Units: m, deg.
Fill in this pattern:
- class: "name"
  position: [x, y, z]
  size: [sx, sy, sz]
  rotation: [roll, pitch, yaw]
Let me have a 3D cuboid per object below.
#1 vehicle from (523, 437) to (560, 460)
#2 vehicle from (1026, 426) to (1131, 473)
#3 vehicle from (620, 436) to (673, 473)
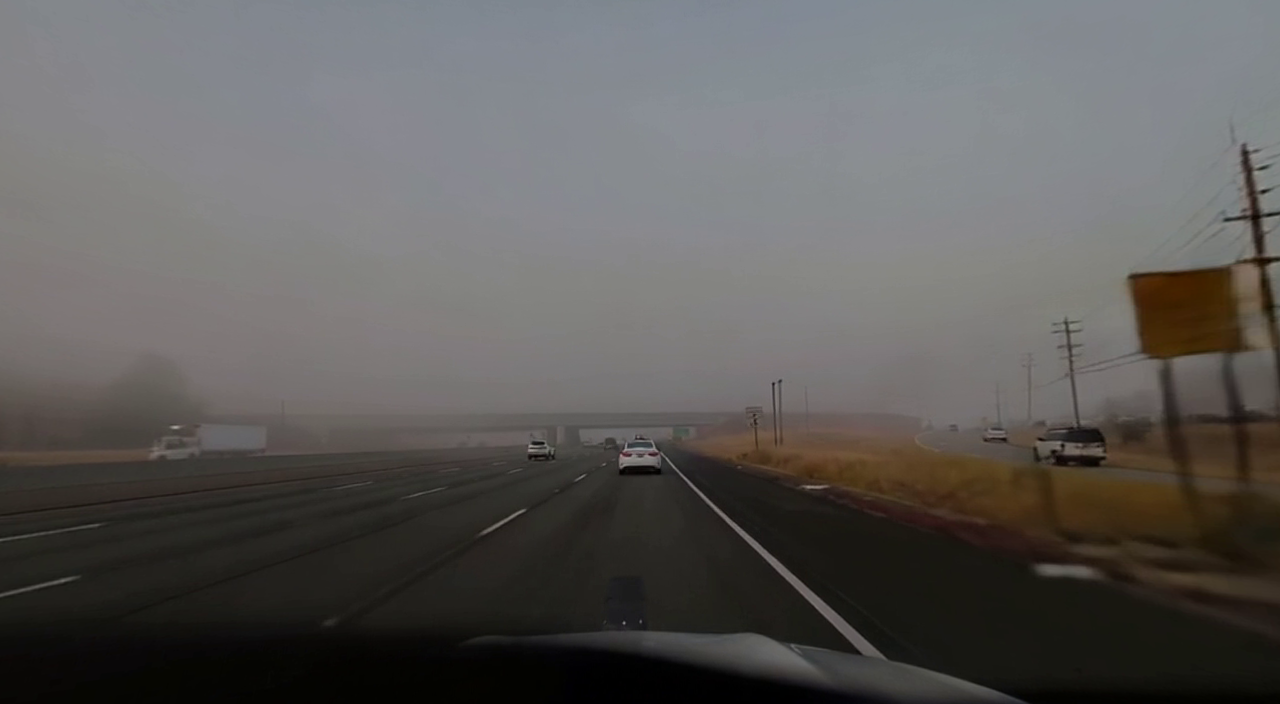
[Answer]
- class: "vehicle"
  position: [-7.481, 7.358, 48.196]
  size: [2.067, 1.682, 4.388]
  rotation: [0, -8, 1]
- class: "vehicle"
  position: [18.415, 4.098, 26.788]
  size: [2.095, 1.674, 4.530]
  rotation: [2, -8, 13]
- class: "vehicle"
  position: [0.256, 4.401, 27.311]
  size: [2.145, 1.493, 4.146]
  rotation: [0, -8, 0]
